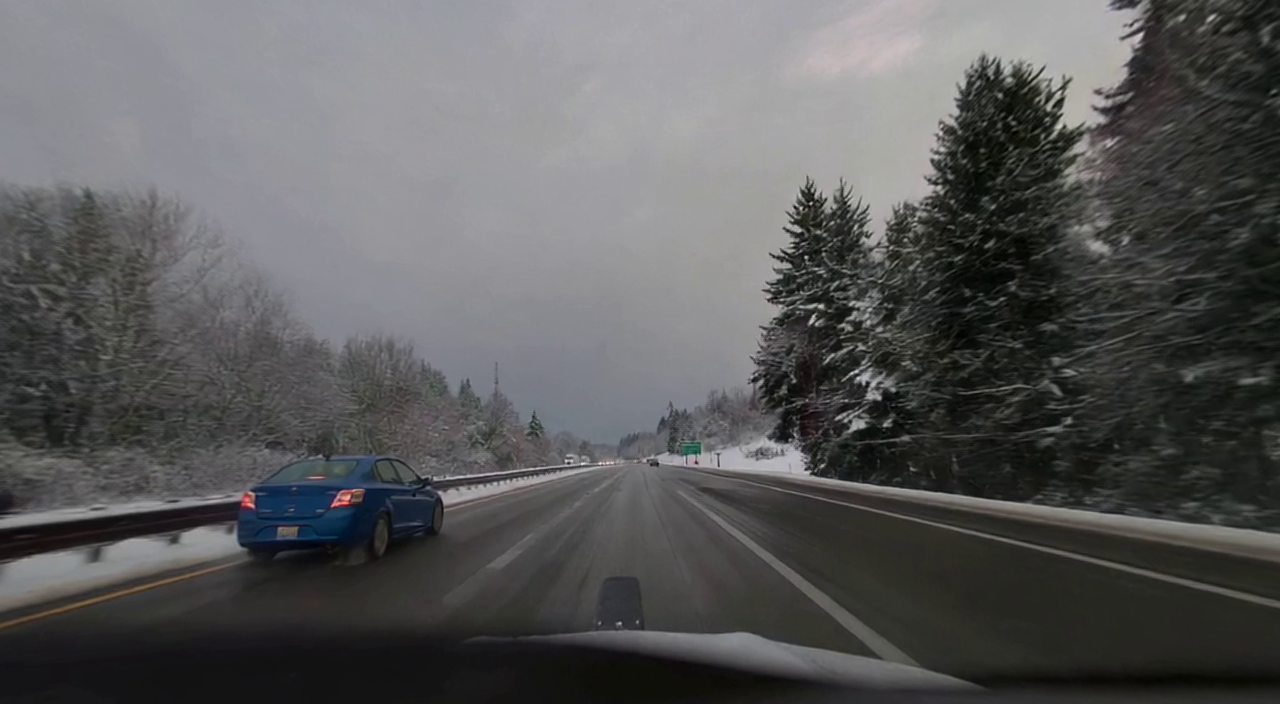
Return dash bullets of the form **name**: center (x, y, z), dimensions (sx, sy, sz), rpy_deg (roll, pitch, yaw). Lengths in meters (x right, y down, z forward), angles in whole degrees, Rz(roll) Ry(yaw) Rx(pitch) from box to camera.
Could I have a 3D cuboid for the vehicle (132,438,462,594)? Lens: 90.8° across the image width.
- **vehicle**: center (-4.001, 1.956, 8.326), dimensions (2.121, 1.537, 3.852), rpy_deg (0, -9, 1)
